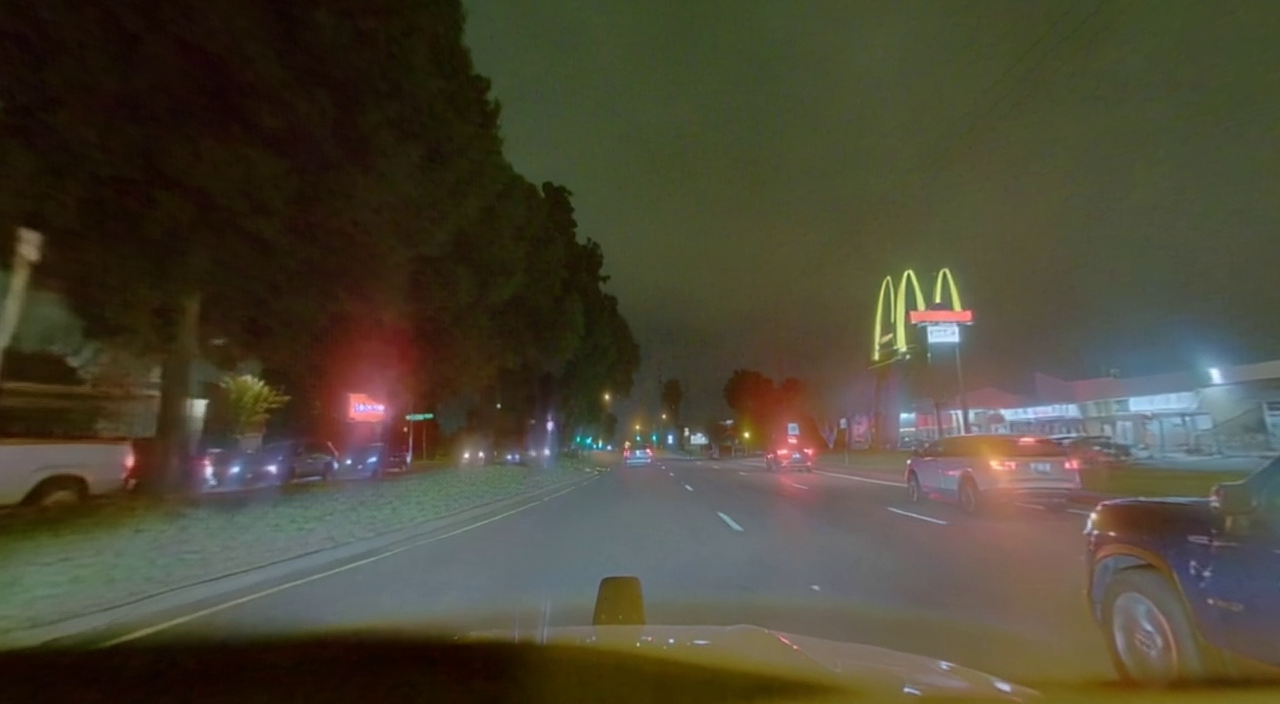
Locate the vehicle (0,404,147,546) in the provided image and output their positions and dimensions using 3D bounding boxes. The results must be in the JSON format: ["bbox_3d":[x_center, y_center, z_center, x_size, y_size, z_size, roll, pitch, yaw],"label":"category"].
[{"bbox_3d":[-10.412,1.582,7.878,2.909,1.956,6.908,0,-8,1],"label":"vehicle"}]

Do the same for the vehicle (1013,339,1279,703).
[{"bbox_3d":[3.499,0.732,1.885,2.076,1.716,4.416,0,-9,1],"label":"vehicle"}]

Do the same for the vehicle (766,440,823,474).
[{"bbox_3d":[7.423,5.070,30.787,1.879,1.517,4.006,0,-9,2],"label":"vehicle"}]

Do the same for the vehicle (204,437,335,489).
[{"bbox_3d":[-14.359,4.307,24.912,2.242,1.836,4.811,0,-8,-1],"label":"vehicle"}]

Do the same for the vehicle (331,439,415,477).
[{"bbox_3d":[-14.012,5.564,33.550,2.159,1.836,5.038,0,-9,1],"label":"vehicle"}]

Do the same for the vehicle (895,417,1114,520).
[{"bbox_3d":[7.251,2.356,13.252,1.977,1.786,4.344,0,-9,0],"label":"vehicle"}]

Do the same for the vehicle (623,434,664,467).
[{"bbox_3d":[0.179,6.139,39.396,2.402,1.938,4.535,0,-8,0],"label":"vehicle"}]
